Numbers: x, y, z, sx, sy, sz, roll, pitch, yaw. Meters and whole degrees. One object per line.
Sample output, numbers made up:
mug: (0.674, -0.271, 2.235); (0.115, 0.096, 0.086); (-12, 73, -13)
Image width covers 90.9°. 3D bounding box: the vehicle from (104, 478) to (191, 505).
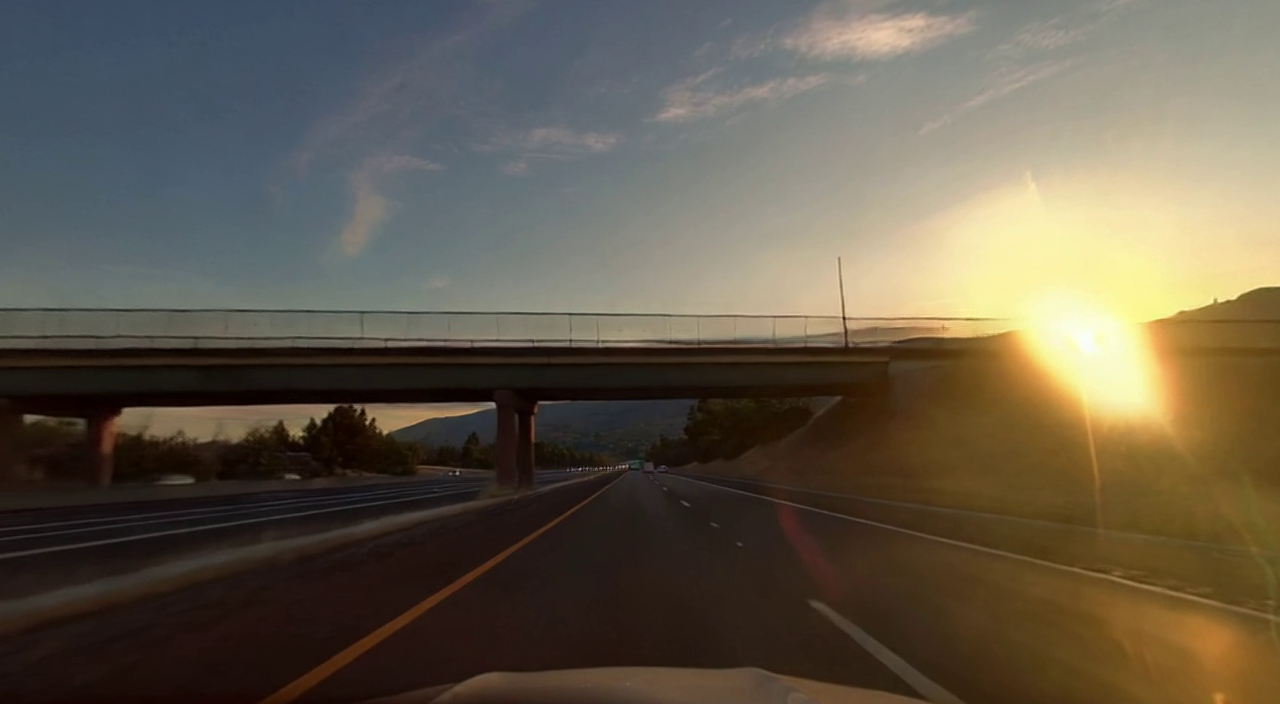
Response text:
vehicle: (-30.051, 8.491, 38.619); (1.812, 1.448, 4.317); (1, -10, 1)
